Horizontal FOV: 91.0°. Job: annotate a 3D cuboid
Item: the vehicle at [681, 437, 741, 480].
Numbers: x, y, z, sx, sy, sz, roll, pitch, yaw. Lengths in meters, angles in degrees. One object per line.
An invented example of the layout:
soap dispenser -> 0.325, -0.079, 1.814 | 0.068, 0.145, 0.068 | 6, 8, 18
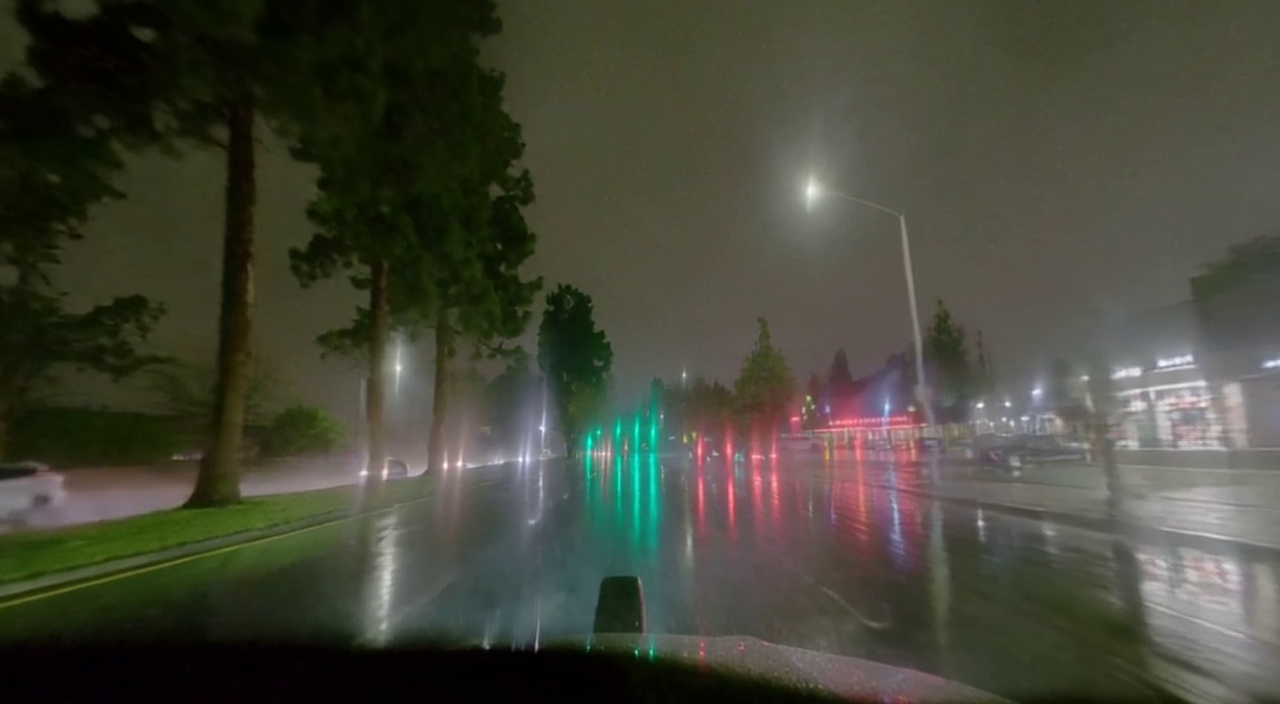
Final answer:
vehicle -> 3.093, 4.745, 28.239 | 2.083, 1.743, 4.354 | 0, -8, -1

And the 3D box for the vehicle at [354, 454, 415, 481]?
vehicle -> -15.869, 7.168, 39.329 | 1.971, 1.475, 4.318 | 0, -8, 0
